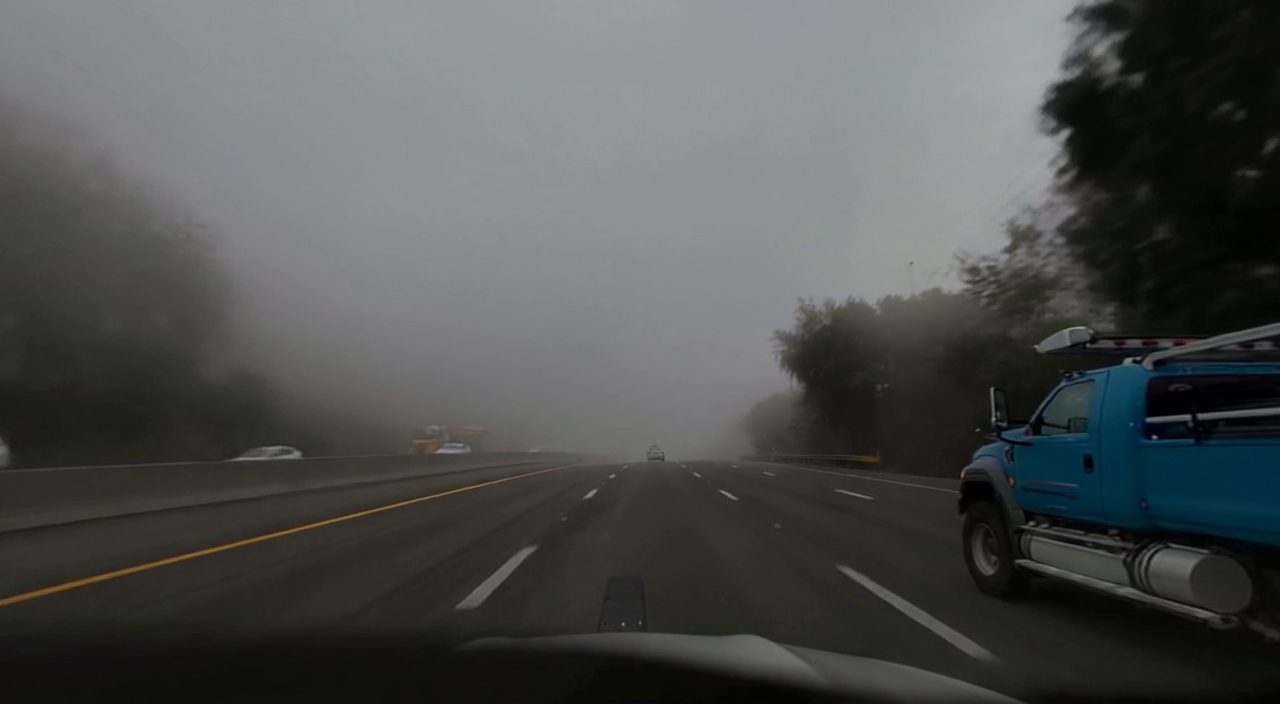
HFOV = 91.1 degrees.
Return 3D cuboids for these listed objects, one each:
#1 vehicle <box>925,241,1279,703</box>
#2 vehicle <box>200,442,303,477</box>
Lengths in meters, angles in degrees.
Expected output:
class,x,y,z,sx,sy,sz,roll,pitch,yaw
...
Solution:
class,x,y,z,sx,sy,sz,roll,pitch,yaw
vehicle,3.867,0.643,2.331,2.538,2.228,6.370,0,-8,-1
vehicle,-18.017,4.988,29.421,1.858,1.470,4.539,0,-8,2
